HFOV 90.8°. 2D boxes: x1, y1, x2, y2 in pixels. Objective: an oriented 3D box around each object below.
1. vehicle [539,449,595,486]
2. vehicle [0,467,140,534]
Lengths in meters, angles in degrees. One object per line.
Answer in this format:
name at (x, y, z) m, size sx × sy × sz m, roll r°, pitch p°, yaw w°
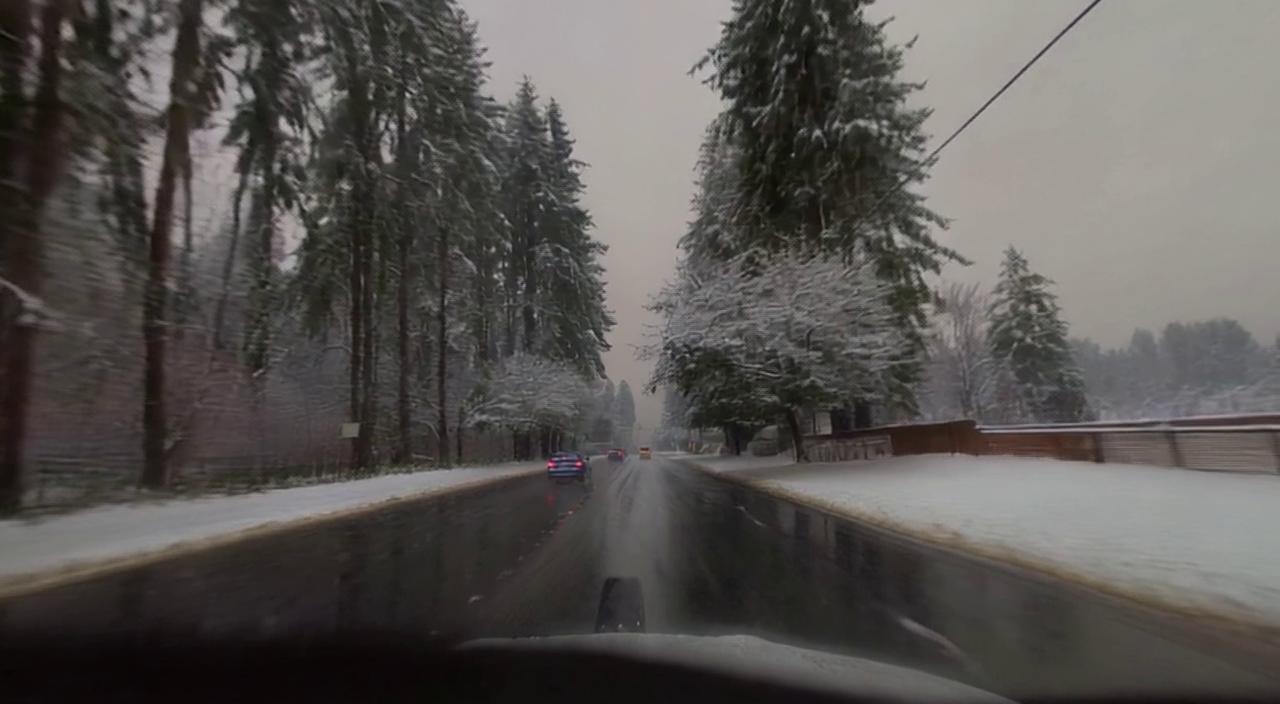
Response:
vehicle at (-3.099, 5.007, 27.738) m, size 1.870 × 1.431 × 4.317 m, roll 0°, pitch -9°, yaw 1°
vehicle at (-16.923, 4.069, 17.689) m, size 1.992 × 1.483 × 4.649 m, roll 0°, pitch -8°, yaw 1°
